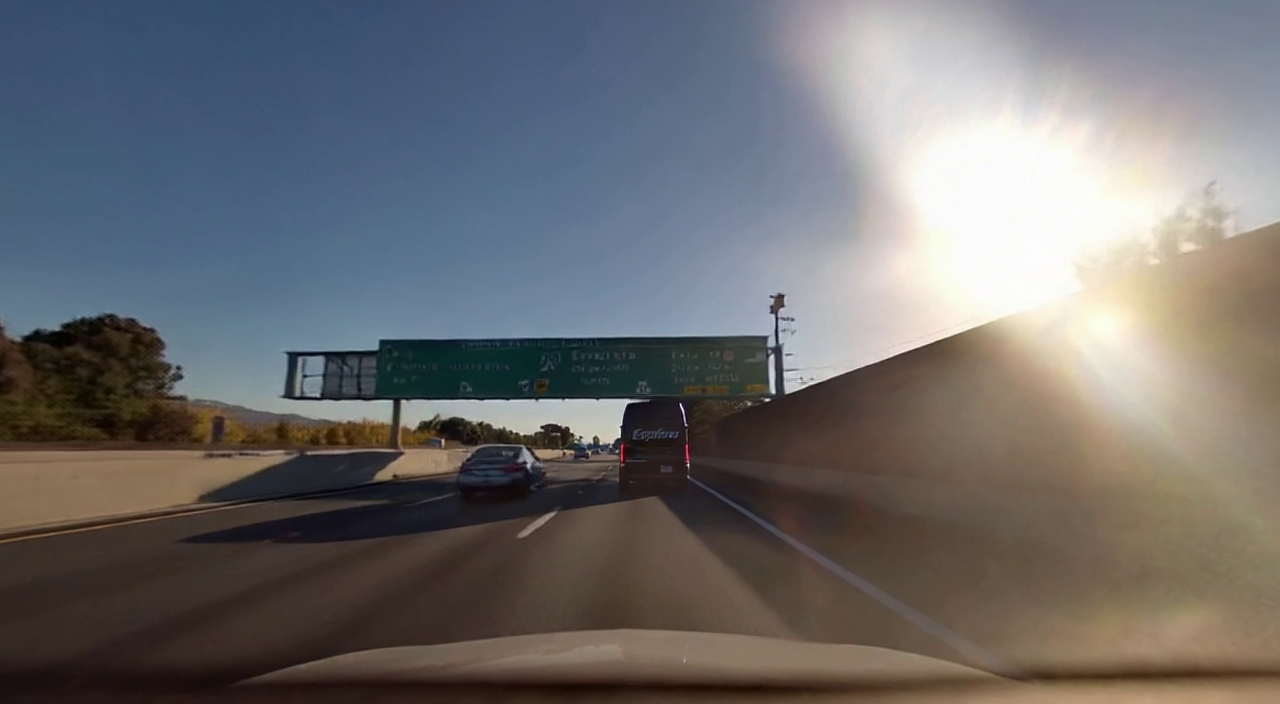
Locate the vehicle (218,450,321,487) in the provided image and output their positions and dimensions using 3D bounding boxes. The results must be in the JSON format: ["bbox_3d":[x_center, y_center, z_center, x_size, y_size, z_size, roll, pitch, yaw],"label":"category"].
[{"bbox_3d":[-16.072,5.042,27.678,1.839,1.437,4.315,0,-9,1],"label":"vehicle"}]

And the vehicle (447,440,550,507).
[{"bbox_3d":[-3.494,3.047,16.220,1.788,1.500,3.475,0,-9,0],"label":"vehicle"}]

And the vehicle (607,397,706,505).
[{"bbox_3d":[0.307,2.750,17.701,2.332,2.558,5.314,0,-9,-2],"label":"vehicle"}]
